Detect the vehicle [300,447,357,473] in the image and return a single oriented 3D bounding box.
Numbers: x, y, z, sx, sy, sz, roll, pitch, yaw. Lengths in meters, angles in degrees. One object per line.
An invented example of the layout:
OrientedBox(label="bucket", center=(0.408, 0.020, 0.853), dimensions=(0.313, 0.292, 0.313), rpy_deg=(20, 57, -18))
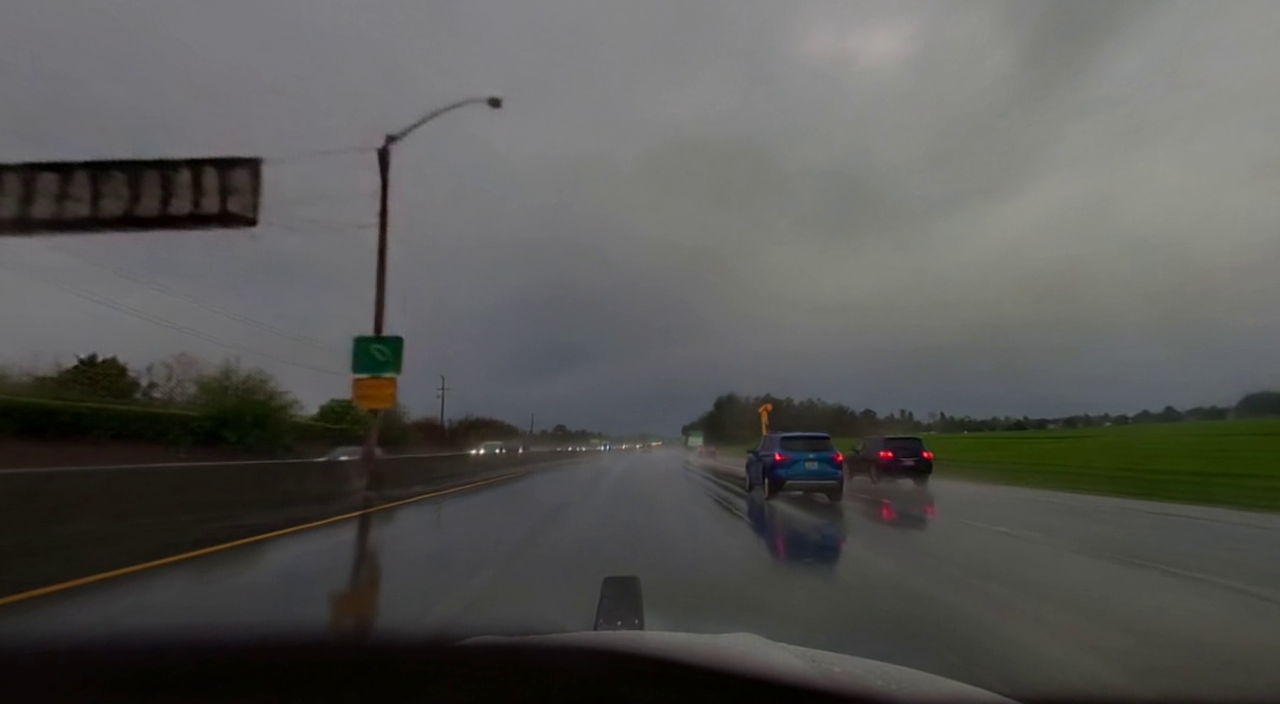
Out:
OrientedBox(label="vehicle", center=(-18.363, 6.364, 37.071), dimensions=(1.541, 1.411, 3.525), rpy_deg=(0, -9, 0))

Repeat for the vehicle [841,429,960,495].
OrientedBox(label="vehicle", center=(7.890, 3.364, 19.403), dimensions=(1.898, 1.798, 3.805), rpy_deg=(0, -9, -2))

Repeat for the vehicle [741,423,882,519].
OrientedBox(label="vehicle", center=(3.466, 2.498, 13.573), dimensions=(1.784, 1.733, 4.141), rpy_deg=(0, -9, -1))
